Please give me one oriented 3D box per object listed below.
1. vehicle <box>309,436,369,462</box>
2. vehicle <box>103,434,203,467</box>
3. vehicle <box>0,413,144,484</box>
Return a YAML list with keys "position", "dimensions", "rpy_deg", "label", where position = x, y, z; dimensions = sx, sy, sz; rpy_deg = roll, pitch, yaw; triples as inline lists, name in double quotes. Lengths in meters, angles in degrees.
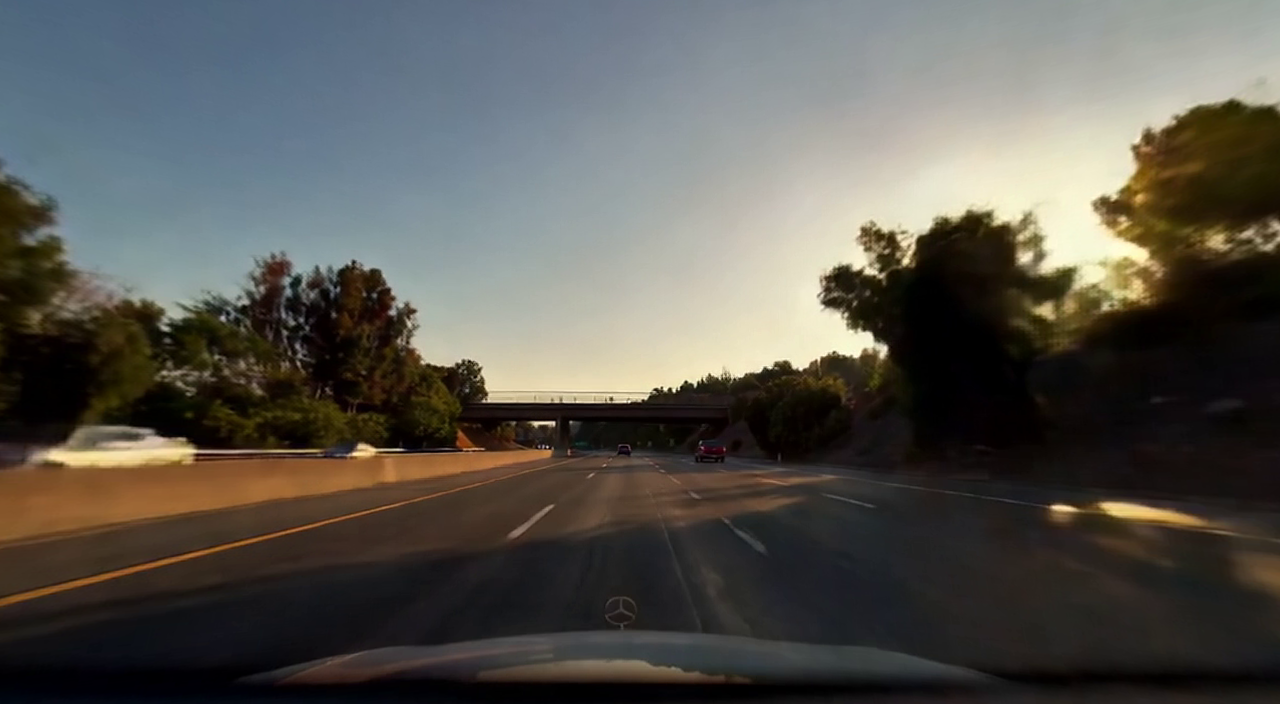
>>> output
- position: [-19.412, 6.288, 40.994]
  dimensions: [1.787, 1.546, 4.284]
  rpy_deg: [0, -8, 0]
  label: "vehicle"
- position: [-27.495, 5.576, 35.913]
  dimensions: [2.001, 1.697, 4.646]
  rpy_deg: [0, -9, -1]
  label: "vehicle"
- position: [-15.648, 2.499, 16.320]
  dimensions: [1.945, 1.614, 4.597]
  rpy_deg: [0, -9, -1]
  label: "vehicle"
